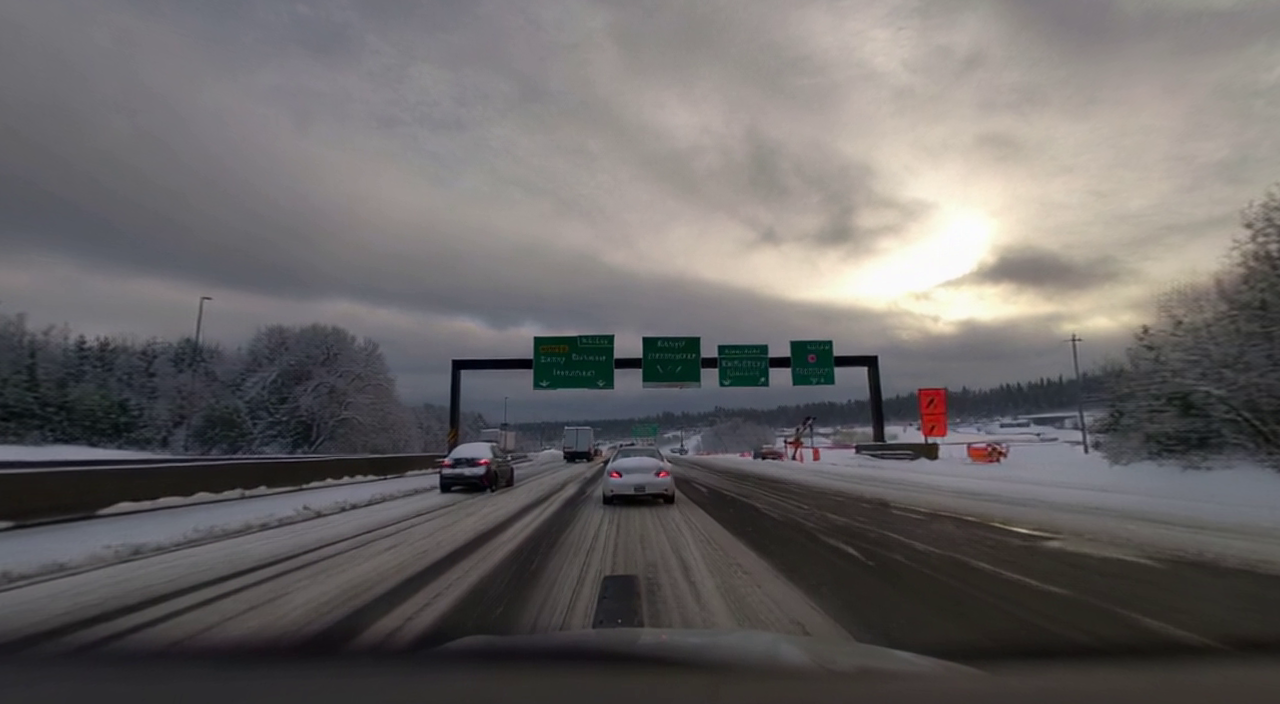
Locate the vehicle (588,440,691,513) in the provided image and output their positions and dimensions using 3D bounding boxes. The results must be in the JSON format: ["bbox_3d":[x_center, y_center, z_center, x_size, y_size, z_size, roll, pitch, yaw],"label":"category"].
[{"bbox_3d":[-0.050,2.807,14.614,2.080,1.451,3.512,0,-9,-1],"label":"vehicle"}]

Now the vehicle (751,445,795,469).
[{"bbox_3d":[8.499,6.734,40.494,1.871,1.460,3.754,0,-9,-2],"label":"vehicle"}]

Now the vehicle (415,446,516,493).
[{"bbox_3d":[-5.706,3.885,21.158,2.063,1.417,4.000,-1,-9,3],"label":"vehicle"}]

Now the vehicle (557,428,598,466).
[{"bbox_3d":[-4.511,7.048,46.573,2.326,2.645,6.249,0,-9,1],"label":"vehicle"}]
